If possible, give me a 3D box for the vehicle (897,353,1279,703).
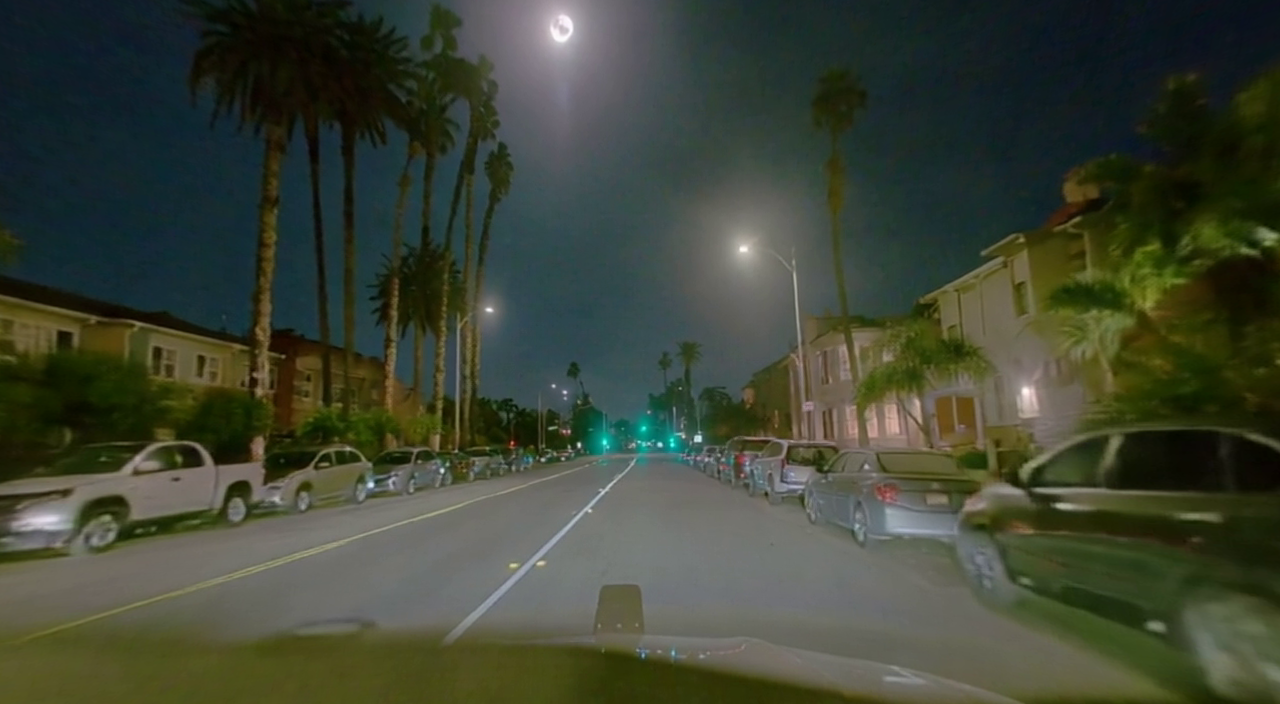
[{"bbox_3d":[3.542,1.042,3.865,2.016,1.671,4.372,0,-8,-1],"label":"vehicle"}]

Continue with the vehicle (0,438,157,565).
[{"bbox_3d":[-9.789,2.105,9.115,4.027,1.704,1.849,3,-9,-23],"label":"vehicle"}]
